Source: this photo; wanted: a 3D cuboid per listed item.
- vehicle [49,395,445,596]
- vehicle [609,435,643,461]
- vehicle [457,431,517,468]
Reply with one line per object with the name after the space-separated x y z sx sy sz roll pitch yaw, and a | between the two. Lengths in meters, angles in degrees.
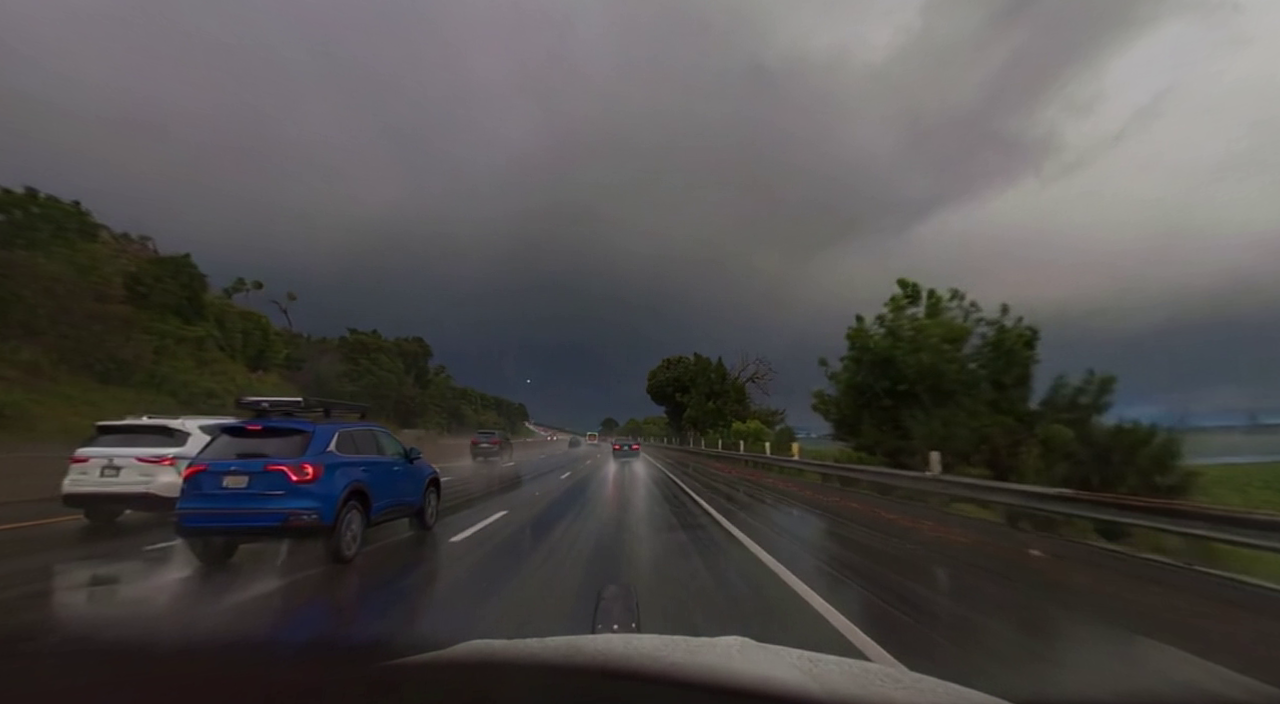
-4.200 1.574 7.964 2.069 1.748 4.652 0 -8 -1 | vehicle
-0.925 6.354 42.030 2.178 1.658 3.916 0 -8 -1 | vehicle
-7.848 5.016 32.736 1.964 1.745 4.338 0 -8 1 | vehicle
